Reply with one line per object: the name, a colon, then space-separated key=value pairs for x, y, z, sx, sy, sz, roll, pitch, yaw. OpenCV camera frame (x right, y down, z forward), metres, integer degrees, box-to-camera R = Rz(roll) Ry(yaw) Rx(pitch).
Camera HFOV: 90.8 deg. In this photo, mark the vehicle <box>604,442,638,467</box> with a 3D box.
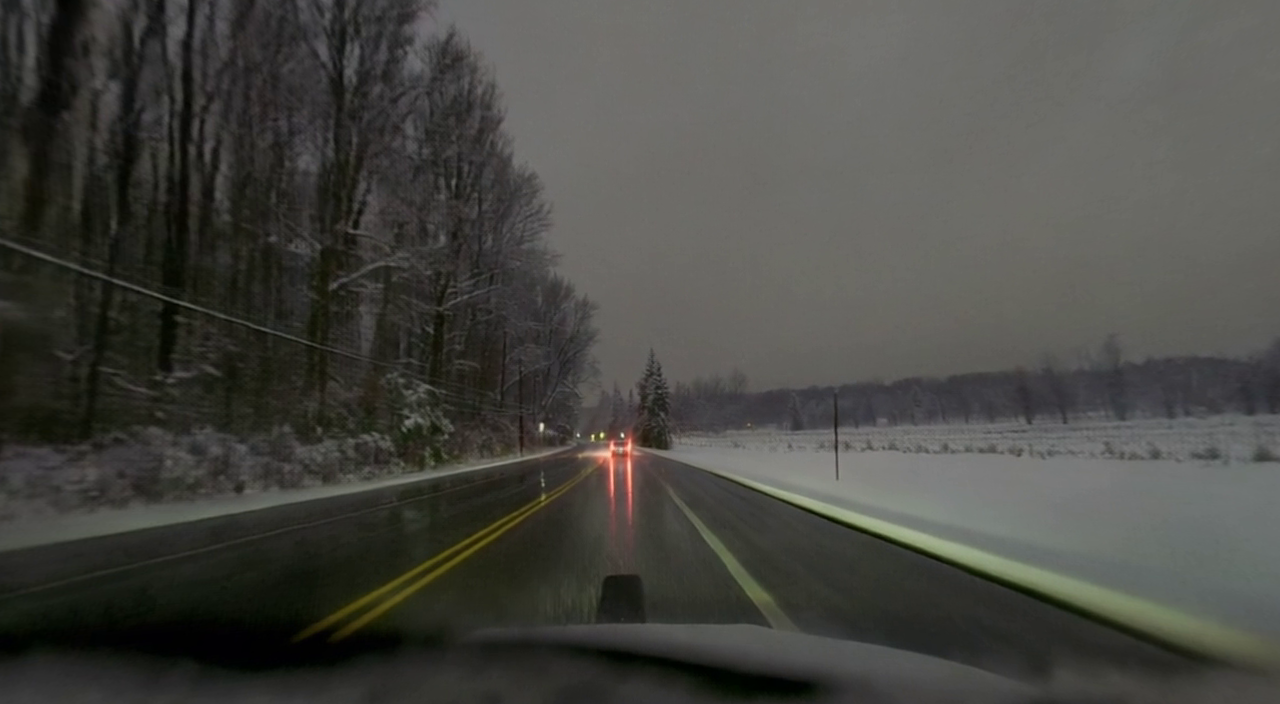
vehicle: x=-1.193 y=6.451 z=39.891 sx=2.042 sy=1.489 sz=3.963 roll=0 pitch=-9 yaw=-2
